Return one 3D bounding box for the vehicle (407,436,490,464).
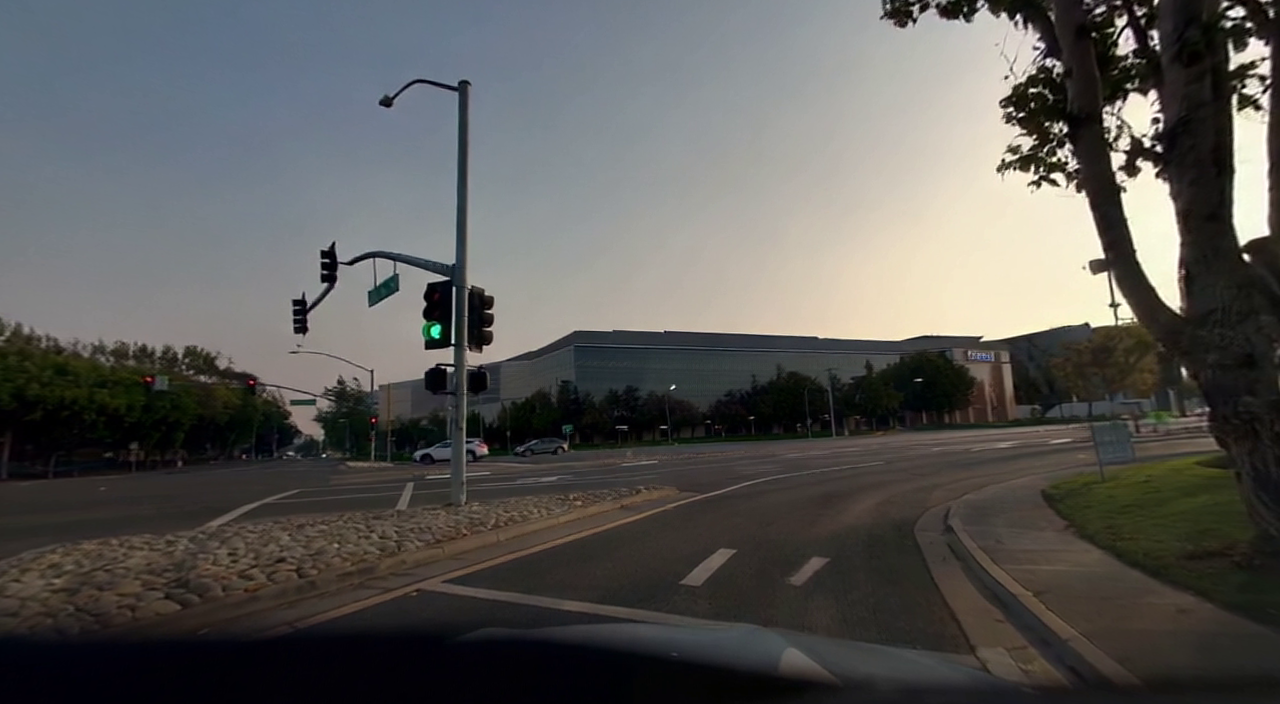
[{"bbox_3d":[-12.706,6.502,41.875,4.782,1.776,2.118,6,-10,-35],"label":"vehicle"}]

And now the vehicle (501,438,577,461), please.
[{"bbox_3d":[-6.552,6.323,40.901,4.527,1.444,1.811,6,-10,-36],"label":"vehicle"}]
